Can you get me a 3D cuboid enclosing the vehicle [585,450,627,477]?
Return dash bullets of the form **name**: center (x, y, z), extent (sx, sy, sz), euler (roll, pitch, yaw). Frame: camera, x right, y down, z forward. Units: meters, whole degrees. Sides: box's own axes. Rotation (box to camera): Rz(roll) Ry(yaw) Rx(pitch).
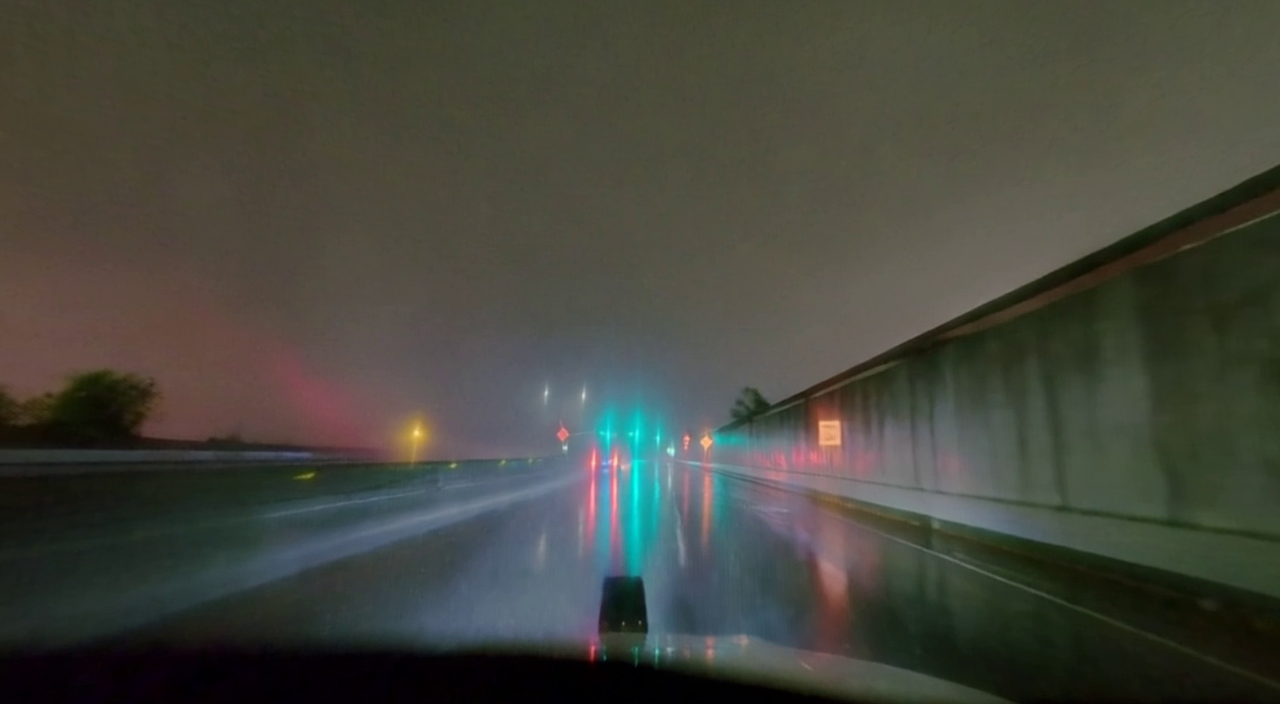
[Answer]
- **vehicle**: center (-2.105, 7.175, 40.814), extent (2.172, 1.587, 4.518), euler (-1, -9, 4)
